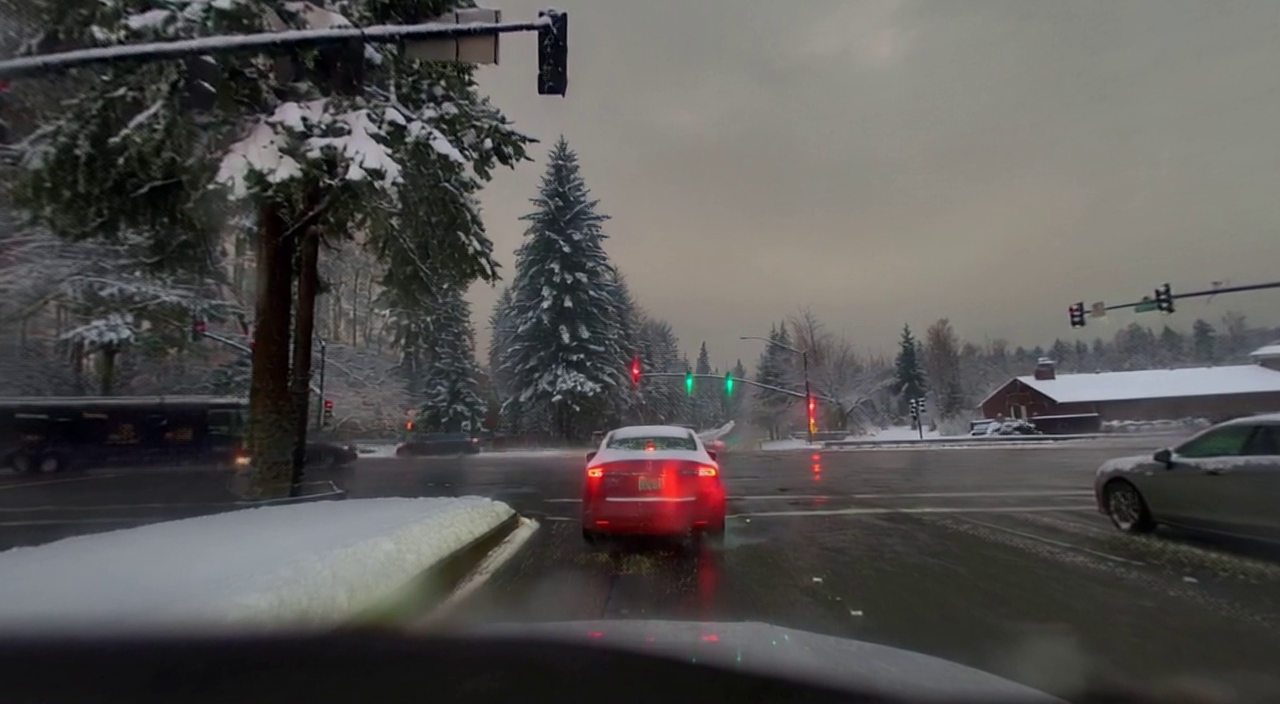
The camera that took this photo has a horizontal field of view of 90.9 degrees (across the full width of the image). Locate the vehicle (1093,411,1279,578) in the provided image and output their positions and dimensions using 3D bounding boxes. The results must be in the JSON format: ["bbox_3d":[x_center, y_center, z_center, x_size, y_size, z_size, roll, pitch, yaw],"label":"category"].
[{"bbox_3d":[7.075,1.397,6.273,1.901,1.577,4.348,0,-8,0],"label":"vehicle"}]

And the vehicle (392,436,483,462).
[{"bbox_3d":[-11.710,5.630,36.668,4.667,1.450,1.818,0,-8,0],"label":"vehicle"}]

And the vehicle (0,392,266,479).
[{"bbox_3d":[-20.728,3.258,24.487,10.544,3.126,2.909,-1,-8,1],"label":"vehicle"}]

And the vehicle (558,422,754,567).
[{"bbox_3d":[0.121,1.768,8.553,2.041,1.485,3.813,0,-8,-1],"label":"vehicle"}]

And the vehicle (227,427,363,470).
[{"bbox_3d":[-15.223,4.275,28.054,4.833,1.784,2.027,0,-8,1],"label":"vehicle"}]
